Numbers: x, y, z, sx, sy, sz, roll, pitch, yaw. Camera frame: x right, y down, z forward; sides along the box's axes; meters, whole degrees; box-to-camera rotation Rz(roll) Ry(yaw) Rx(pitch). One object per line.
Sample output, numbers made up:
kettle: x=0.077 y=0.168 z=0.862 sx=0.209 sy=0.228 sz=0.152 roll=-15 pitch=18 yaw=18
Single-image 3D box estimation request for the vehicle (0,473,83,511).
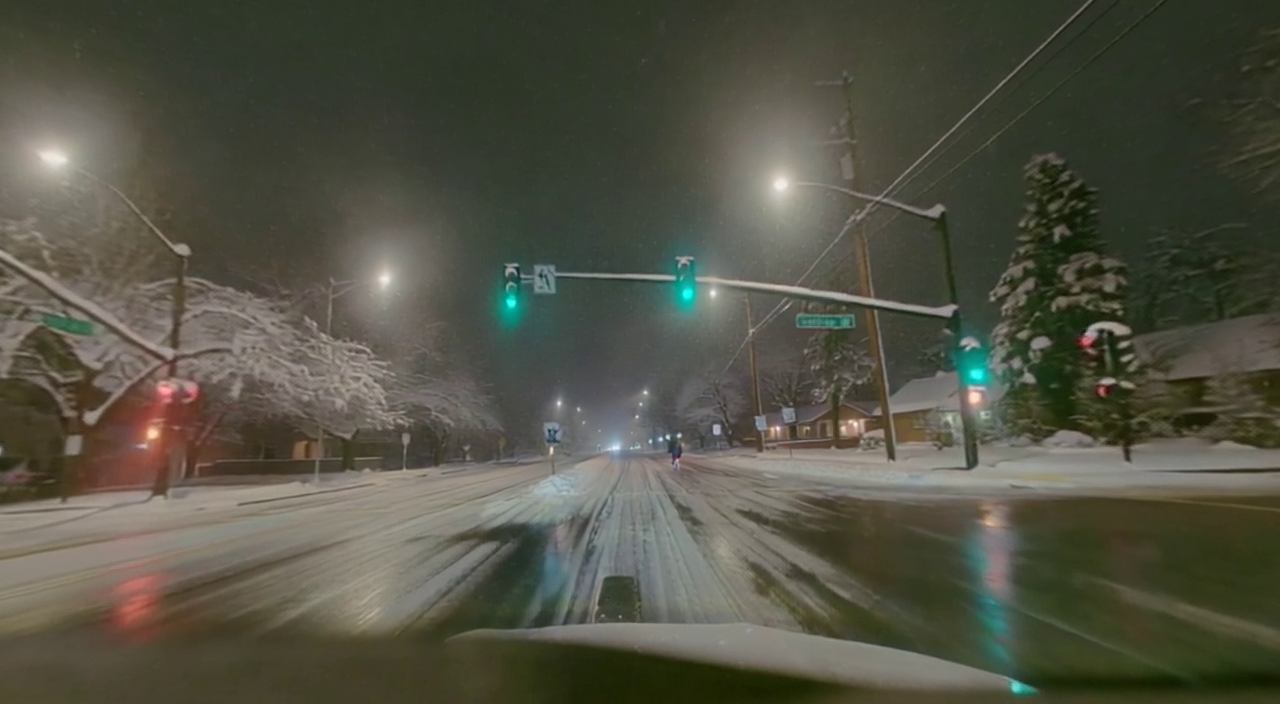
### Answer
vehicle: x=-28.915 y=6.546 z=29.779 sx=1.974 sy=1.457 sz=4.248 roll=1 pitch=-9 yaw=-11
